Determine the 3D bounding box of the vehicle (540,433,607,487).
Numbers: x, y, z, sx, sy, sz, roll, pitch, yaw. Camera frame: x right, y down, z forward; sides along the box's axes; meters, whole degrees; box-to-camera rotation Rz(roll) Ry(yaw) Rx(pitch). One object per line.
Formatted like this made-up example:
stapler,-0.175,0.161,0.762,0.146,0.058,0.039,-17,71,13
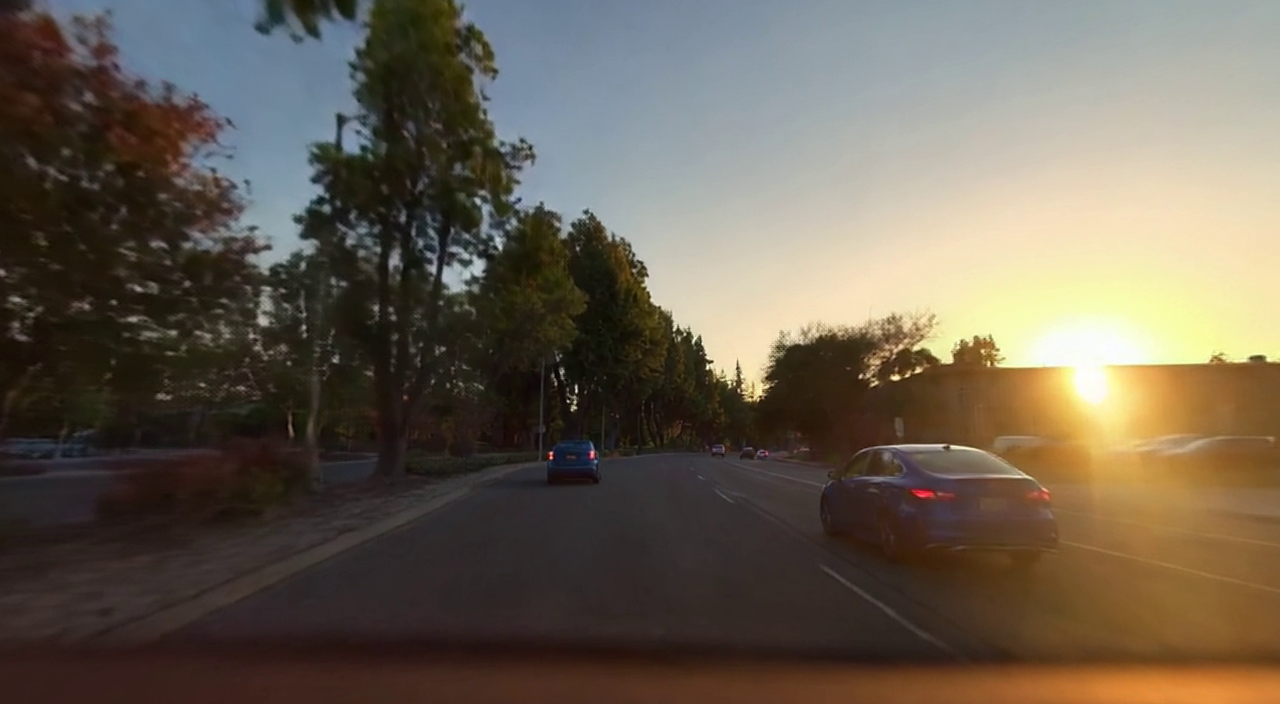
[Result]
vehicle,-2.255,3.748,22.298,2.085,1.693,4.301,1,-8,-4

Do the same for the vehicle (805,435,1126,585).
vehicle,3.719,1.847,8.331,1.918,1.418,4.360,0,-8,0

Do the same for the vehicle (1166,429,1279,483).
vehicle,24.220,4.125,25.266,5.069,1.992,2.205,2,-9,-16
